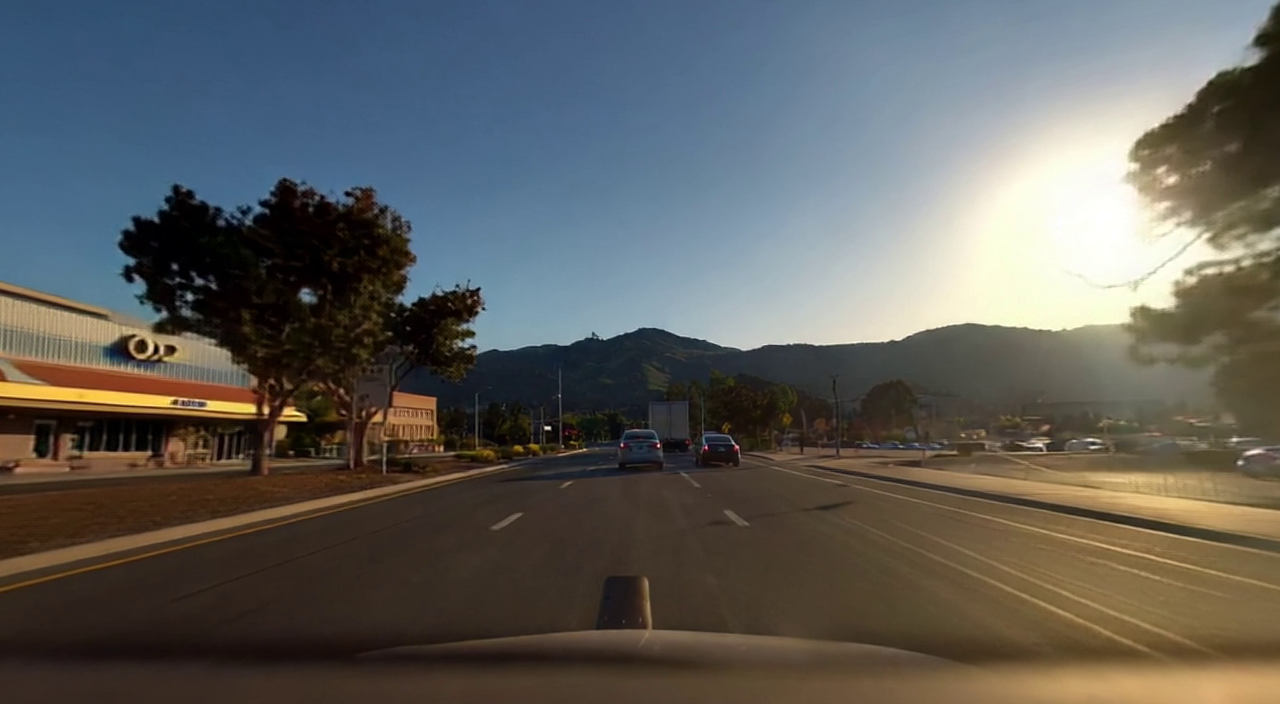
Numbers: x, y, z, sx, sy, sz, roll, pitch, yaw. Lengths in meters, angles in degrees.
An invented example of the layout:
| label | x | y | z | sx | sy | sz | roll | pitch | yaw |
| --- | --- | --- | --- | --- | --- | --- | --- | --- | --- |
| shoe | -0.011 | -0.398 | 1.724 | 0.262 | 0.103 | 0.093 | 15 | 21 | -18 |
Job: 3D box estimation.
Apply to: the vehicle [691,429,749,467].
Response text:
| label | x | y | z | sx | sy | sz | roll | pitch | yaw |
| --- | --- | --- | --- | --- | --- | --- | --- | --- | --- |
| vehicle | 3.713 | 4.563 | 30.010 | 2.088 | 1.655 | 4.360 | 0 | -8 | -1 |

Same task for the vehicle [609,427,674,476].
| label | x | y | z | sx | sy | sz | roll | pitch | yaw |
| --- | --- | --- | --- | --- | --- | --- | --- | --- | --- |
| vehicle | 0.006 | 3.686 | 23.362 | 2.193 | 1.651 | 3.946 | 0 | -8 | -1 |
